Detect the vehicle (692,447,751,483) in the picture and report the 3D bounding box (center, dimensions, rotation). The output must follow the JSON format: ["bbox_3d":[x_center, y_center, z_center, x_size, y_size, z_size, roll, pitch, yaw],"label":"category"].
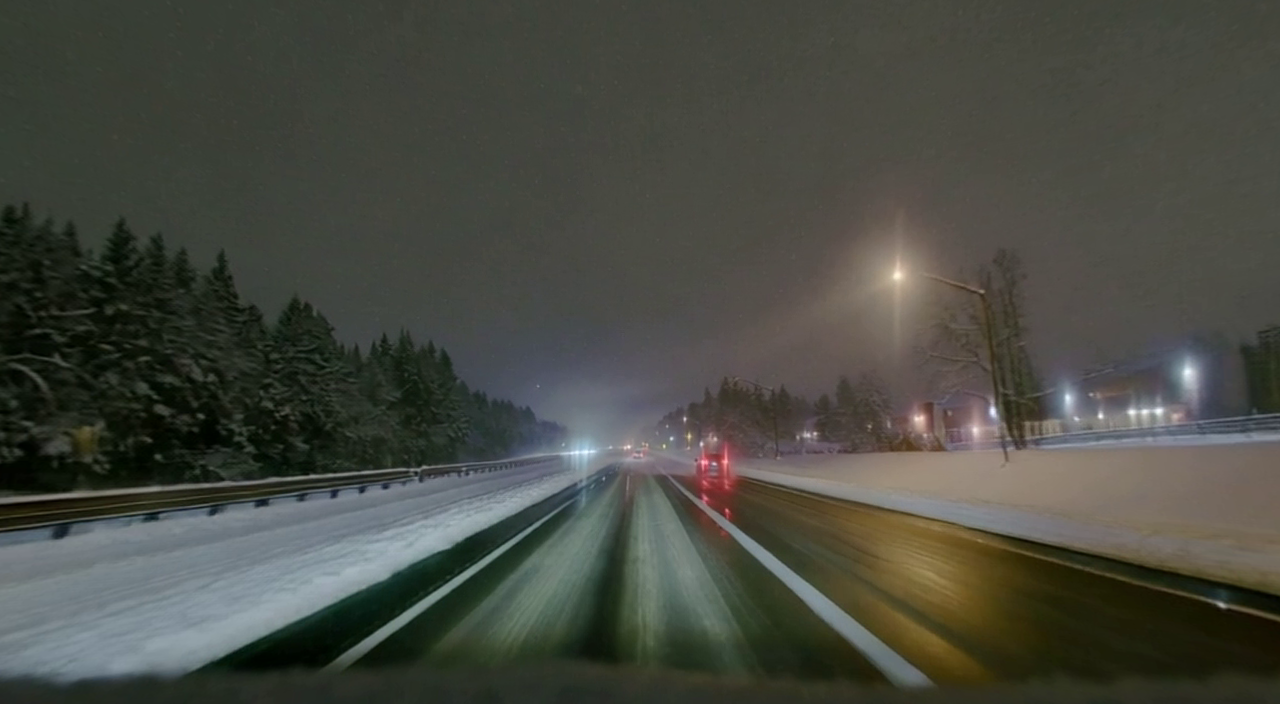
[{"bbox_3d":[3.630,5.143,28.972,2.115,1.522,4.330,0,-9,0],"label":"vehicle"}]
